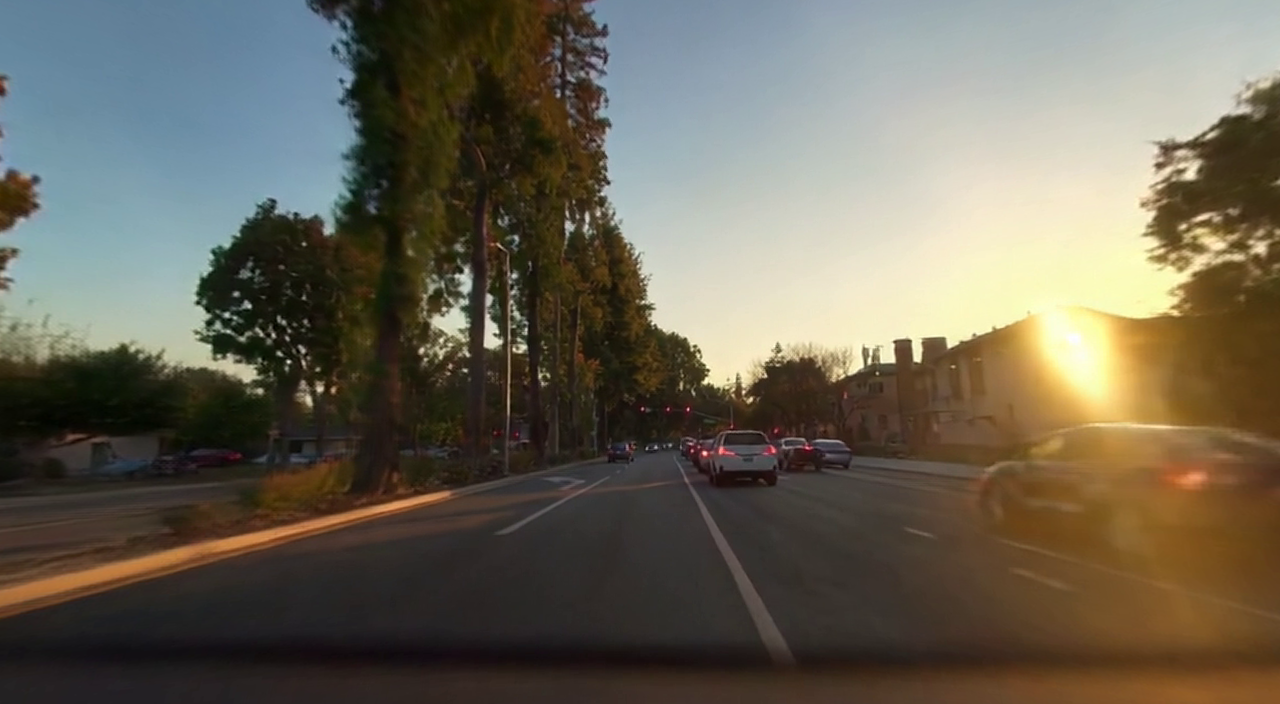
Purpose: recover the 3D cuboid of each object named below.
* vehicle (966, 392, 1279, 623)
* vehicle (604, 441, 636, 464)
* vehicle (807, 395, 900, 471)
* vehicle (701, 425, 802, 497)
[{"bbox_3d":[5.768,1.501,7.046,1.803,1.754,4.480,2,-7,-1],"label":"vehicle"},{"bbox_3d":[-1.460,7.707,48.689,2.083,1.691,4.398,-1,-8,3],"label":"vehicle"},{"bbox_3d":[7.067,2.776,21.324,1.933,2.309,3.468,-1,-9,2],"label":"vehicle"},{"bbox_3d":[2.881,2.948,17.390,2.052,1.693,4.554,0,-8,1],"label":"vehicle"}]
